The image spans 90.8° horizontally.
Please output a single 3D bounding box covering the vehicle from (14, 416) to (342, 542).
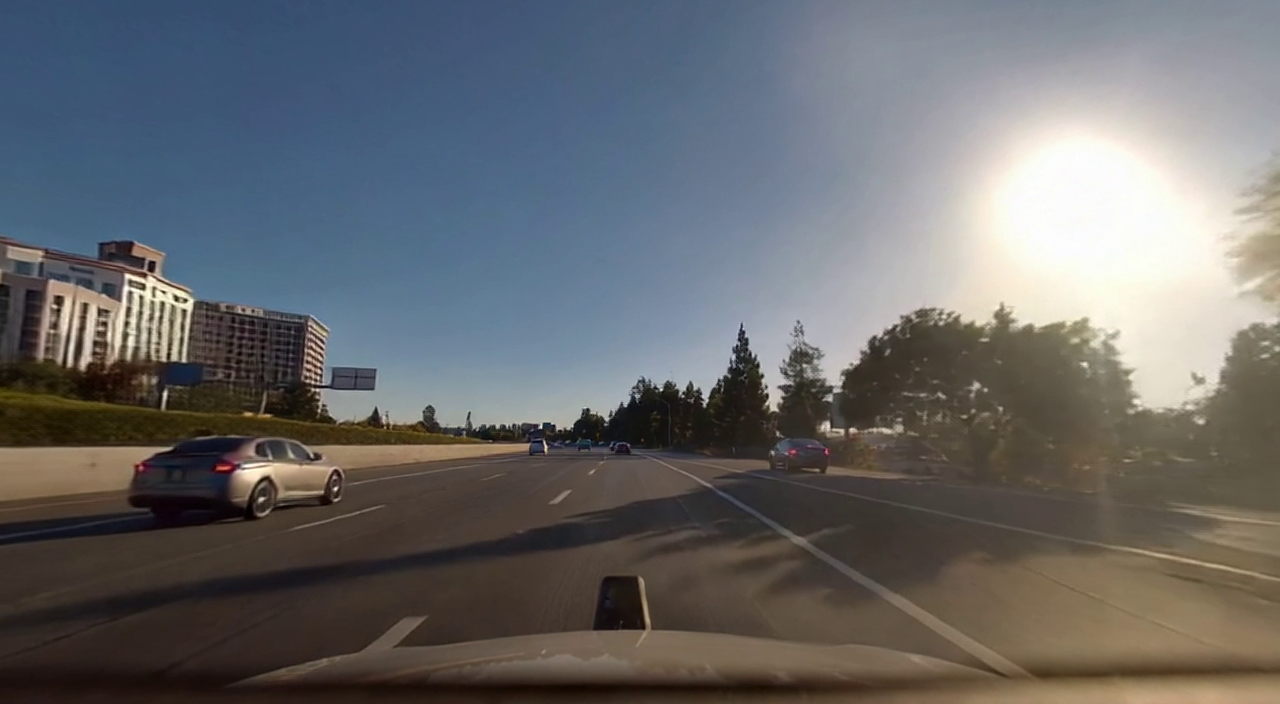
[{"bbox_3d":[-7.426,2.089,11.059,2.030,1.672,4.913,0,-9,0],"label":"vehicle"}]

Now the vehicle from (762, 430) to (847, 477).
[{"bbox_3d":[6.679,4.177,26.178,2.023,1.782,4.193,1,-9,-5],"label":"vehicle"}]
